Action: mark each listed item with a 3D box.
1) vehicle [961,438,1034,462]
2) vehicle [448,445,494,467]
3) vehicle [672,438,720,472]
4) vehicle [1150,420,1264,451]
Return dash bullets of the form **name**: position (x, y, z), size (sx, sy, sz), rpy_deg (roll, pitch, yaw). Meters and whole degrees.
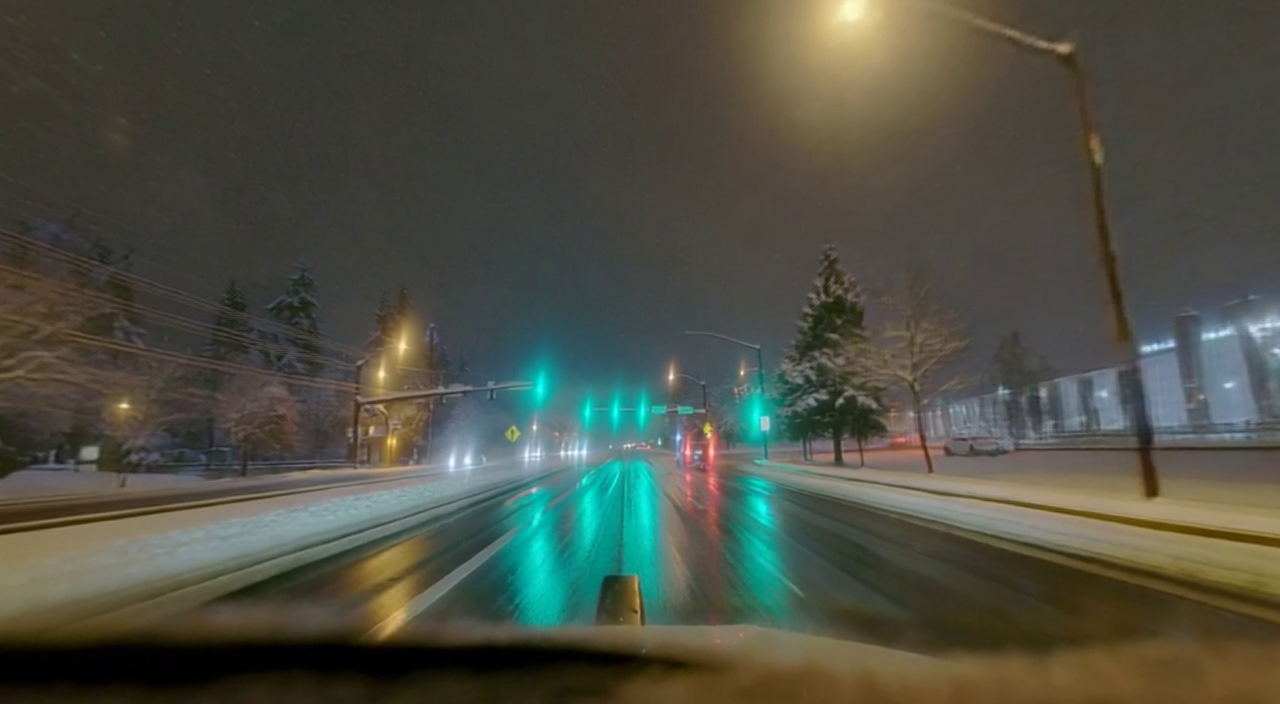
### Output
- **vehicle**: position (22.493, 6.164, 39.834), size (3.536, 1.412, 1.727), rpy_deg (0, -9, -1)
- **vehicle**: position (-12.243, 7.570, 46.194), size (2.005, 1.493, 4.682), rpy_deg (0, -9, 1)
- **vehicle**: position (3.015, 5.661, 34.925), size (2.069, 1.761, 4.610), rpy_deg (0, -9, -2)
- **vehicle**: position (34.262, 5.072, 38.276), size (4.842, 1.770, 2.089), rpy_deg (0, -9, 0)
